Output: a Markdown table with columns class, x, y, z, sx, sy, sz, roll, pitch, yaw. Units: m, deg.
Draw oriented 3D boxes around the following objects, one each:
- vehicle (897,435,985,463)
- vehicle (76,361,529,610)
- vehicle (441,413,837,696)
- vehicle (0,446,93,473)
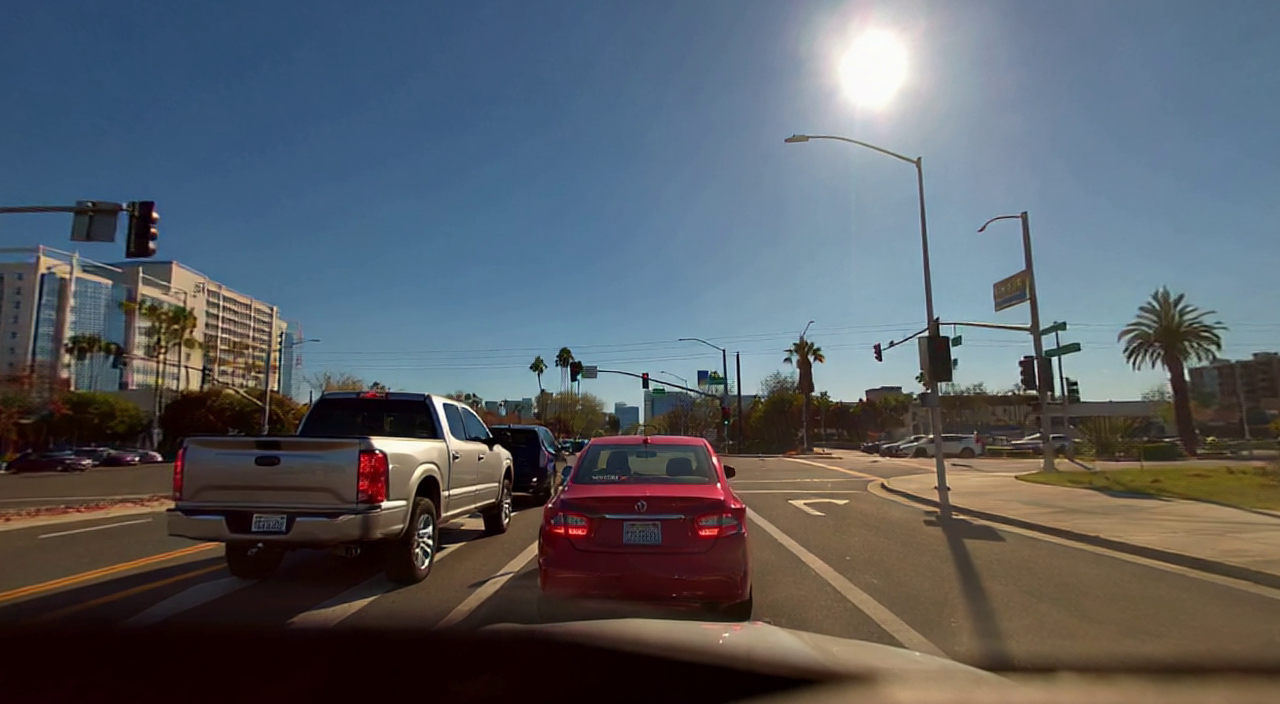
| class | x | y | z | sx | sy | sz | roll | pitch | yaw |
| --- | --- | --- | --- | --- | --- | --- | --- | --- | --- |
| vehicle | 18.781 | 6.070 | 39.311 | 4.466 | 1.717 | 1.963 | 0 | -8 | 2 |
| vehicle | -3.233 | 1.475 | 7.923 | 2.330 | 1.969 | 5.626 | -1 | -8 | 3 |
| vehicle | 0.028 | 1.399 | 5.528 | 2.122 | 1.501 | 4.152 | 0 | -8 | 1 |
| vehicle | -37.087 | 6.634 | 38.845 | 4.576 | 1.617 | 1.937 | 0 | -8 | 2 |
